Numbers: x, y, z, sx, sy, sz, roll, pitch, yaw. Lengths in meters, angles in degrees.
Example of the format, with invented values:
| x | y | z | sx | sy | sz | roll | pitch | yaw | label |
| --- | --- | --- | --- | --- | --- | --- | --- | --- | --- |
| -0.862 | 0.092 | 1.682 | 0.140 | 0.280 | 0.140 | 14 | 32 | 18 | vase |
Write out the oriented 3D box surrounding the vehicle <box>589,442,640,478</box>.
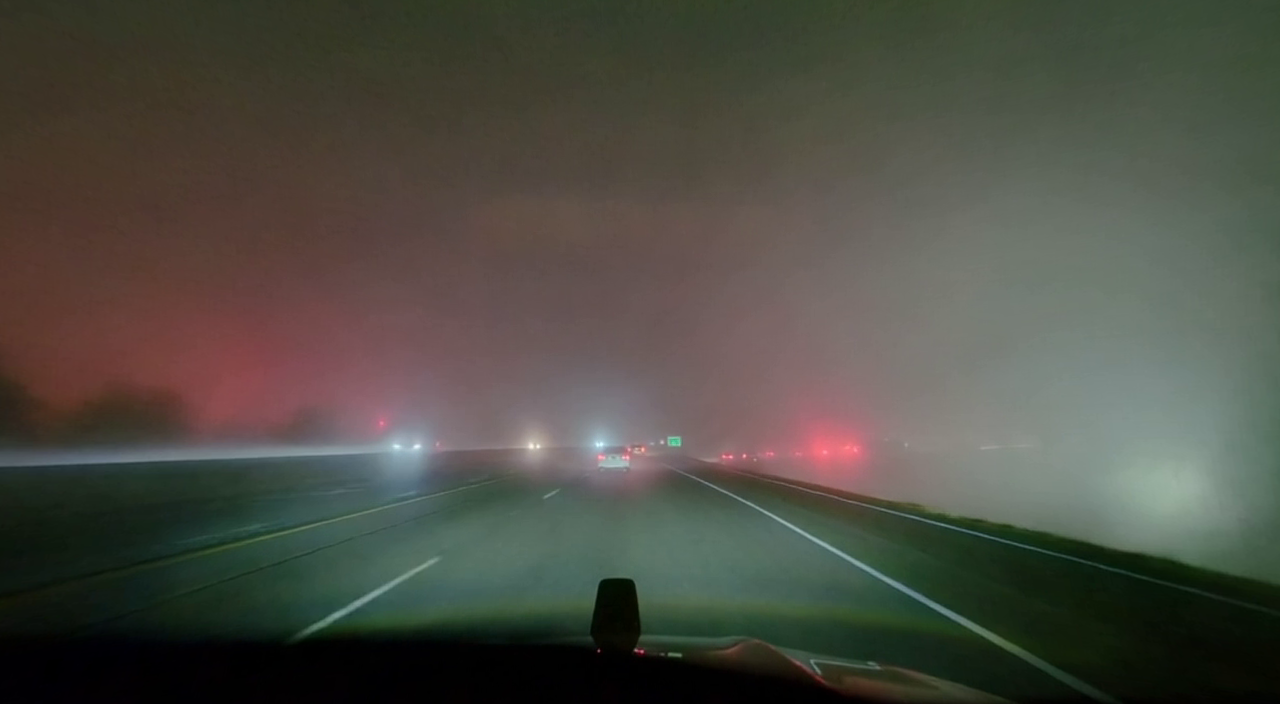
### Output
| x | y | z | sx | sy | sz | roll | pitch | yaw | label |
| --- | --- | --- | --- | --- | --- | --- | --- | --- | --- |
| -1.112 | 5.012 | 29.195 | 2.055 | 1.509 | 4.255 | -1 | -9 | 2 | vehicle |
